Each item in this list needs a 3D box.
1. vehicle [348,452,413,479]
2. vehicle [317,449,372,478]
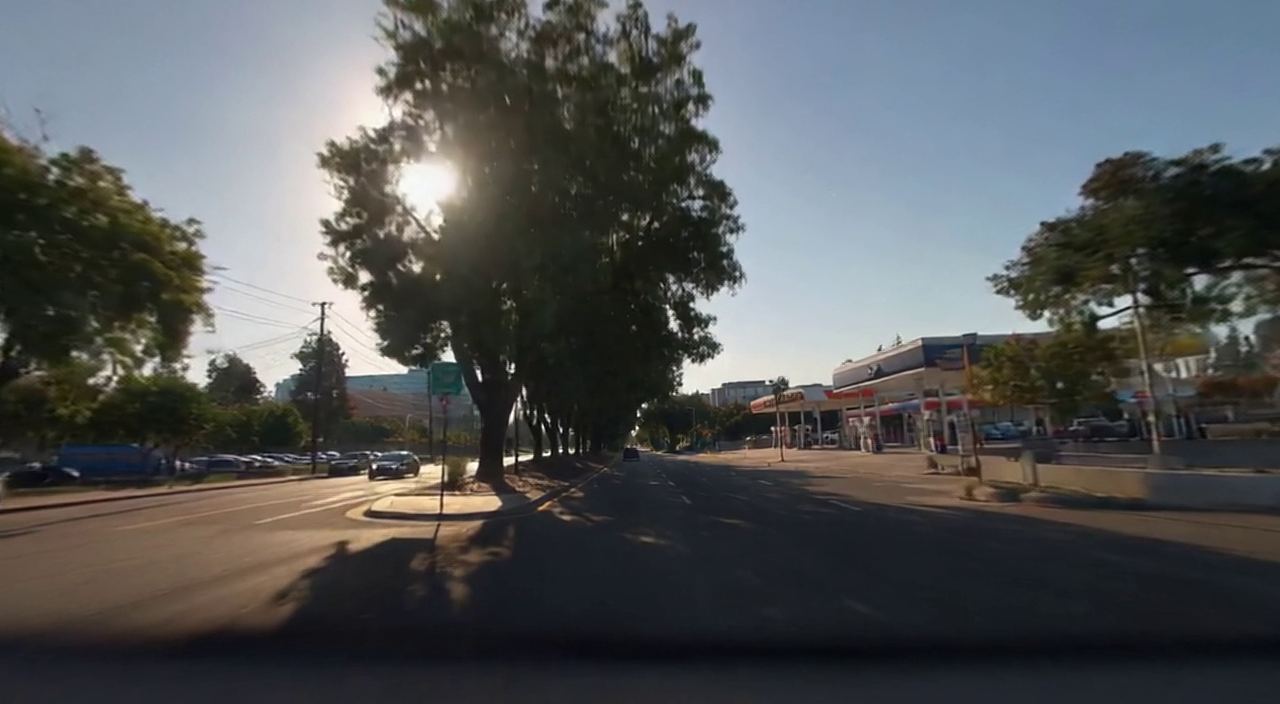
[{"bbox_3d":[-16.066,7.011,39.429,1.971,1.492,4.878,0,-8,0],"label":"vehicle"},{"bbox_3d":[-22.439,8.475,48.249,2.076,1.927,4.749,-2,-8,-2],"label":"vehicle"}]
